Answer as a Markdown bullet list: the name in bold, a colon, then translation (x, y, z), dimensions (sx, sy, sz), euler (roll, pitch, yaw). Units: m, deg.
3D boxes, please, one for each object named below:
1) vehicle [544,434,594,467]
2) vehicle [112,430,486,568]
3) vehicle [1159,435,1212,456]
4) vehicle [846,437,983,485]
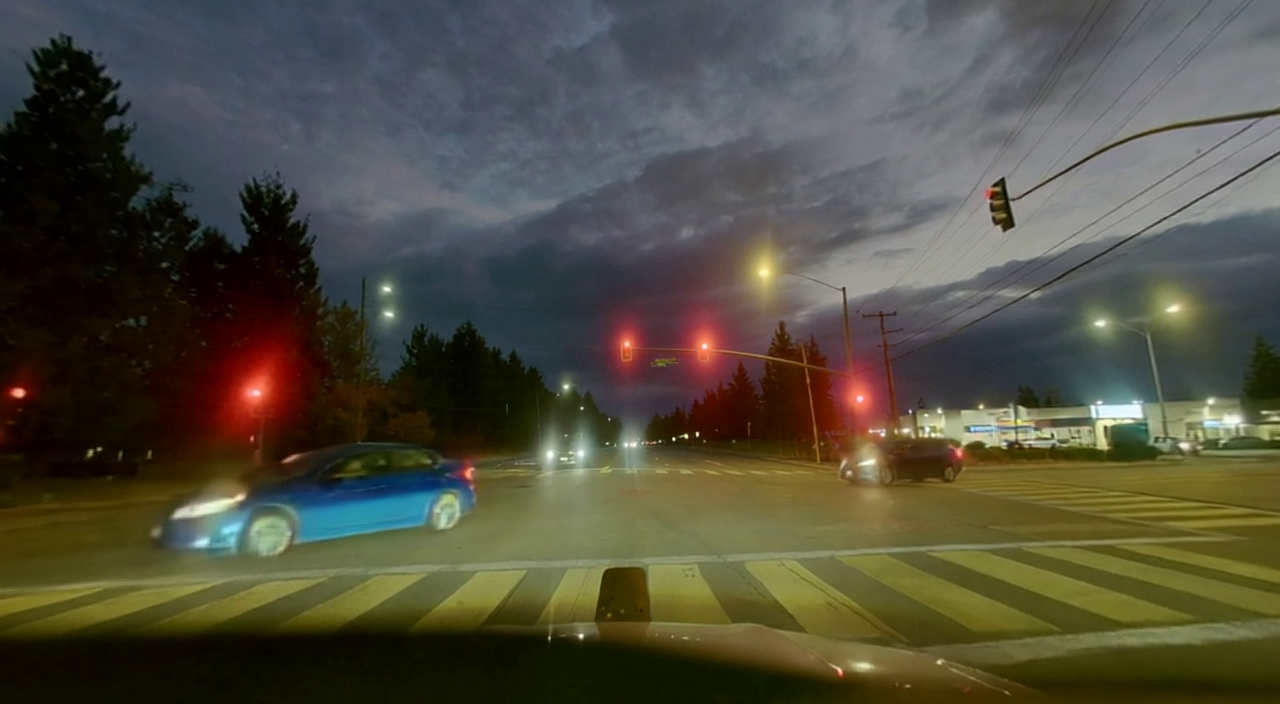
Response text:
- **vehicle**: translation (-3.691, 5.227, 33.516), dimensions (2.140, 1.638, 4.259), euler (0, -8, 1)
- **vehicle**: translation (-4.530, 1.957, 9.301), dimensions (1.864, 1.482, 4.528), euler (-4, -10, 26)
- **vehicle**: translation (42.787, 7.347, 49.401), dimensions (4.133, 1.561, 1.824), euler (5, -10, -31)
- **vehicle**: translation (9.651, 3.781, 22.144), dimensions (4.377, 1.523, 1.877), euler (4, -9, -24)
